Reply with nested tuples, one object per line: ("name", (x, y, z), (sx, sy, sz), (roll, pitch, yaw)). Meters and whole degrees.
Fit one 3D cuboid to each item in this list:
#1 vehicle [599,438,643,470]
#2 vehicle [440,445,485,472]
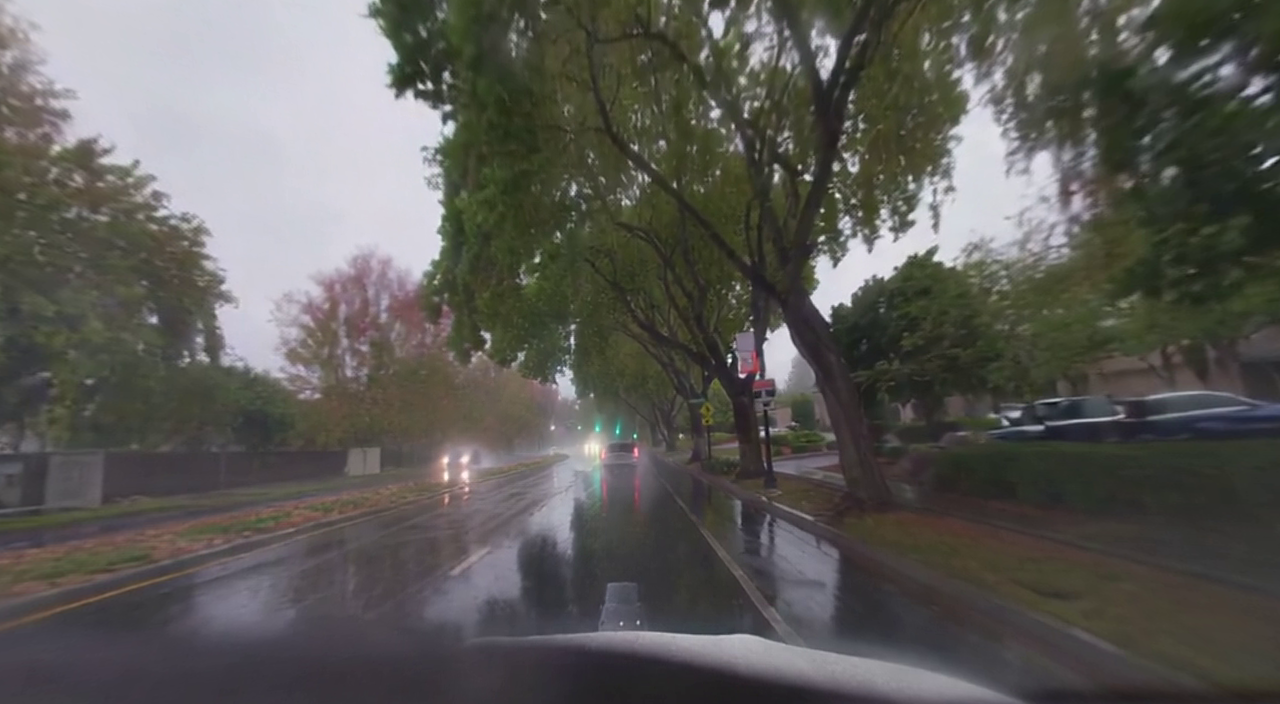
("vehicle", (-0.958, 5.161, 32.273), (2.111, 1.466, 4.223), (-1, -8, -1))
("vehicle", (-12.617, 7.555, 45.135), (1.954, 1.680, 4.530), (-3, -8, -2))
